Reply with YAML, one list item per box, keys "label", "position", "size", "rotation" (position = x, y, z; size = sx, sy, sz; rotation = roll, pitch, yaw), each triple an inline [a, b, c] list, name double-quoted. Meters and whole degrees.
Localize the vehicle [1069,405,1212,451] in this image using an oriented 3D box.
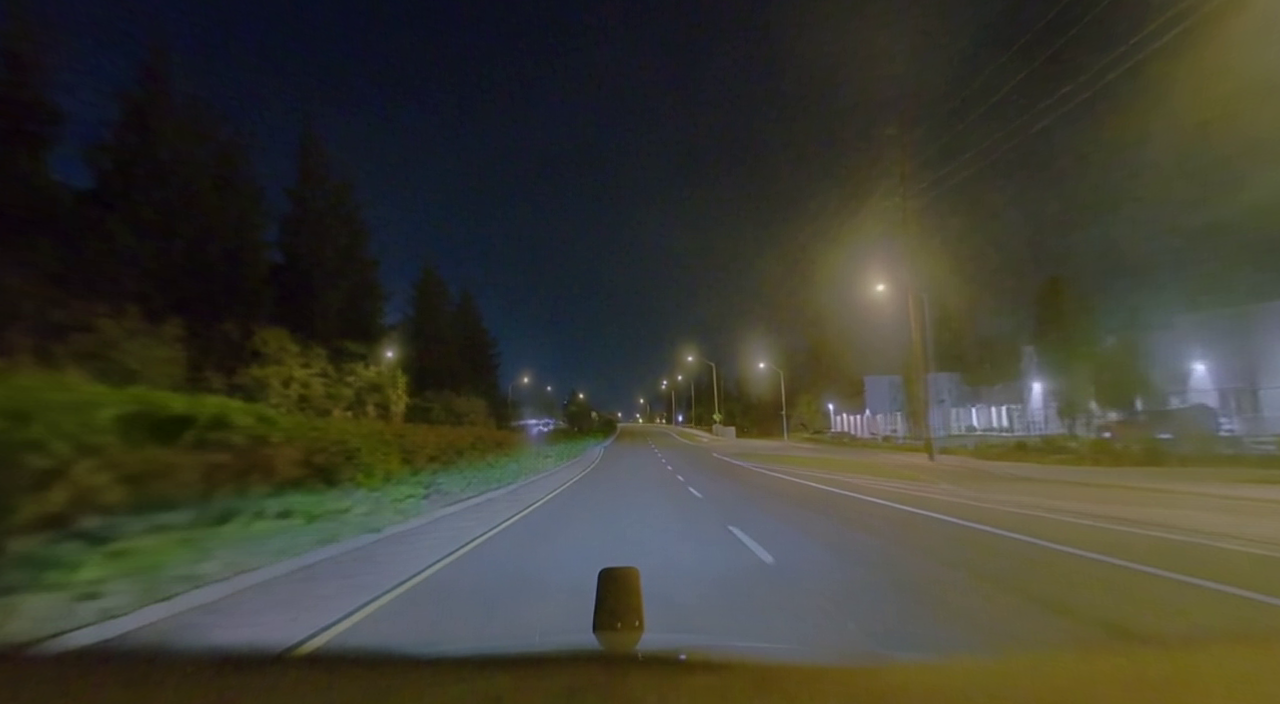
- label: "vehicle"
  position: [23.135, 3.611, 29.579]
  size: [2.206, 1.947, 5.463]
  rotation: [0, -8, 0]
